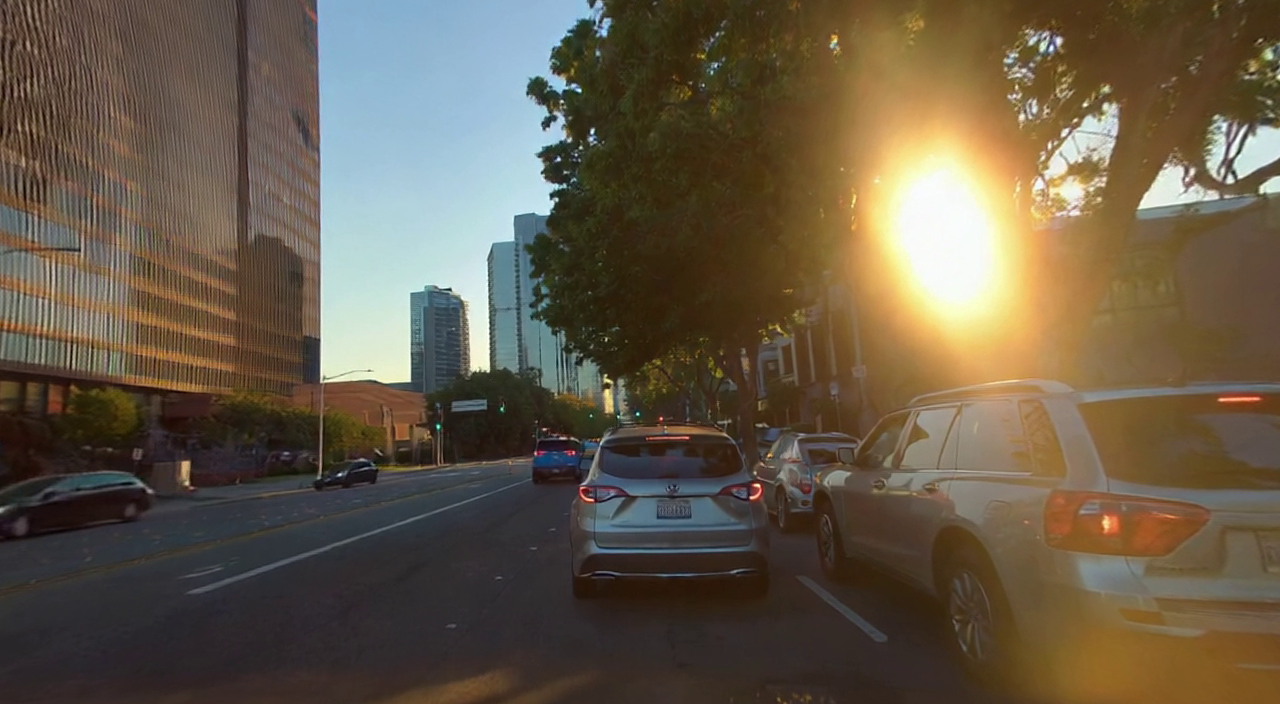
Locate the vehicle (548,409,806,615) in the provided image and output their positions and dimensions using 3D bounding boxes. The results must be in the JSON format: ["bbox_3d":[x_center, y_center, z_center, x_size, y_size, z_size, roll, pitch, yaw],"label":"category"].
[{"bbox_3d":[0.234,1.540,6.869,2.045,1.608,3.573,0,-9,-2],"label":"vehicle"}]

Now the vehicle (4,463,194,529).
[{"bbox_3d":[-16.298,4.315,19.369,2.105,1.676,4.099,0,-9,1],"label":"vehicle"}]

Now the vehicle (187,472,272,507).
[{"bbox_3d":[-22.648,7.570,35.006,1.854,1.419,4.318,-7,-8,0],"label":"vehicle"}]

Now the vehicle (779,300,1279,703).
[{"bbox_3d":[2.741,1.062,4.918,2.117,1.855,4.794,0,-9,-1],"label":"vehicle"}]

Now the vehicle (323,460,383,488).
[{"bbox_3d":[-19.331,8.209,42.689,2.068,1.729,4.135,0,-9,0],"label":"vehicle"}]
